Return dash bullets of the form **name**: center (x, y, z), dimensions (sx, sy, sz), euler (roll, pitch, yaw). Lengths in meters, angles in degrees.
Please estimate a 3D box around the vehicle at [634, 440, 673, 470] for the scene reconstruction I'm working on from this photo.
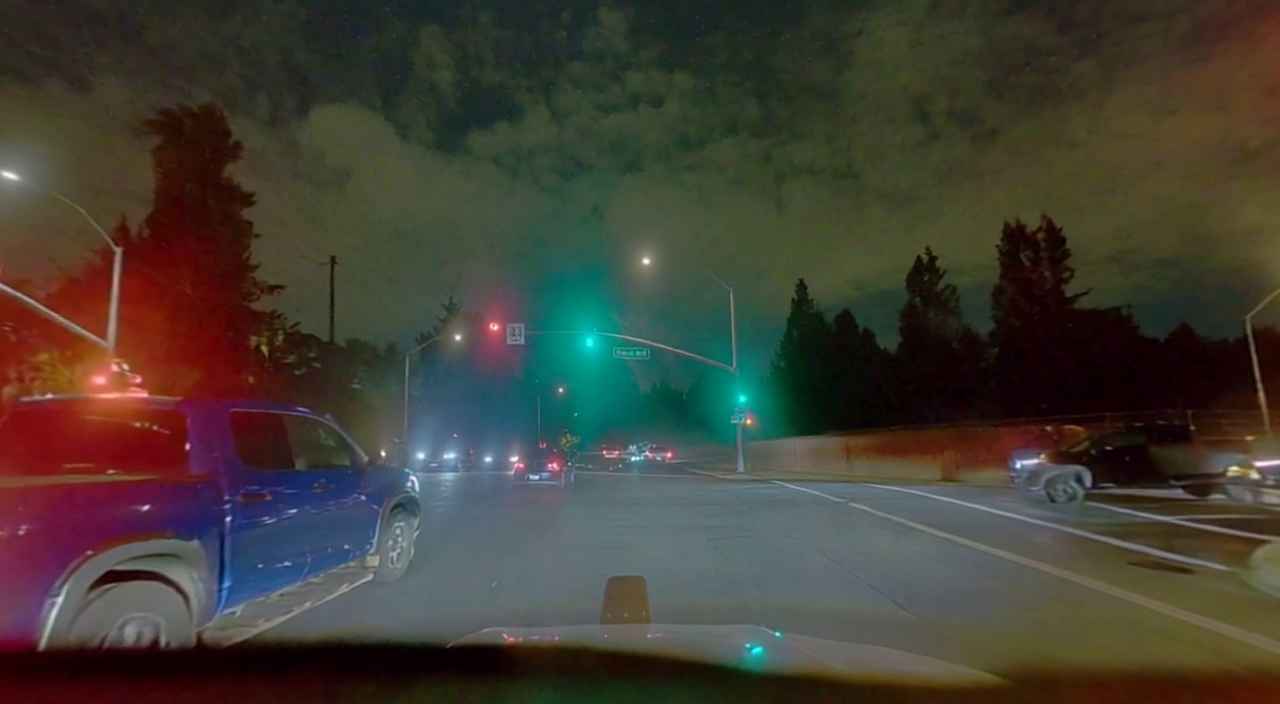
- **vehicle**: center (0.750, 6.146, 37.647), dimensions (2.163, 1.678, 3.846), euler (0, -8, 0)

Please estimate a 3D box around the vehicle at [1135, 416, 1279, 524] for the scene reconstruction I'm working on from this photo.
- **vehicle**: center (11.710, 1.977, 10.871), dimensions (4.431, 1.663, 2.148), euler (0, -8, 1)

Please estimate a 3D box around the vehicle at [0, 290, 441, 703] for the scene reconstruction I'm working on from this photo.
- **vehicle**: center (-3.082, 0.971, 3.805), dimensions (2.190, 1.766, 4.649), euler (0, -8, 0)

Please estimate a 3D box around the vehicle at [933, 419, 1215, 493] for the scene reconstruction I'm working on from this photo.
- **vehicle**: center (11.978, 2.911, 17.865), dimensions (5.990, 1.899, 2.683), euler (0, -8, 0)

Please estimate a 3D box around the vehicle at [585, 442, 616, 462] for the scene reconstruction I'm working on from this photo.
- **vehicle**: center (-3.025, 7.761, 48.994), dimensions (2.013, 1.474, 4.393), euler (0, -8, 1)

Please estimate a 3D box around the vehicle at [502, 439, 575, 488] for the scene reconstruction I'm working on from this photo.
- **vehicle**: center (-3.410, 3.797, 21.740), dimensions (1.960, 1.528, 3.490), euler (0, -8, -1)

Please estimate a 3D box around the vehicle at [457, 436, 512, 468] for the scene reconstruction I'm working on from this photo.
- **vehicle**: center (-9.456, 6.148, 38.863), dimensions (2.064, 1.799, 5.191), euler (0, -8, 0)
